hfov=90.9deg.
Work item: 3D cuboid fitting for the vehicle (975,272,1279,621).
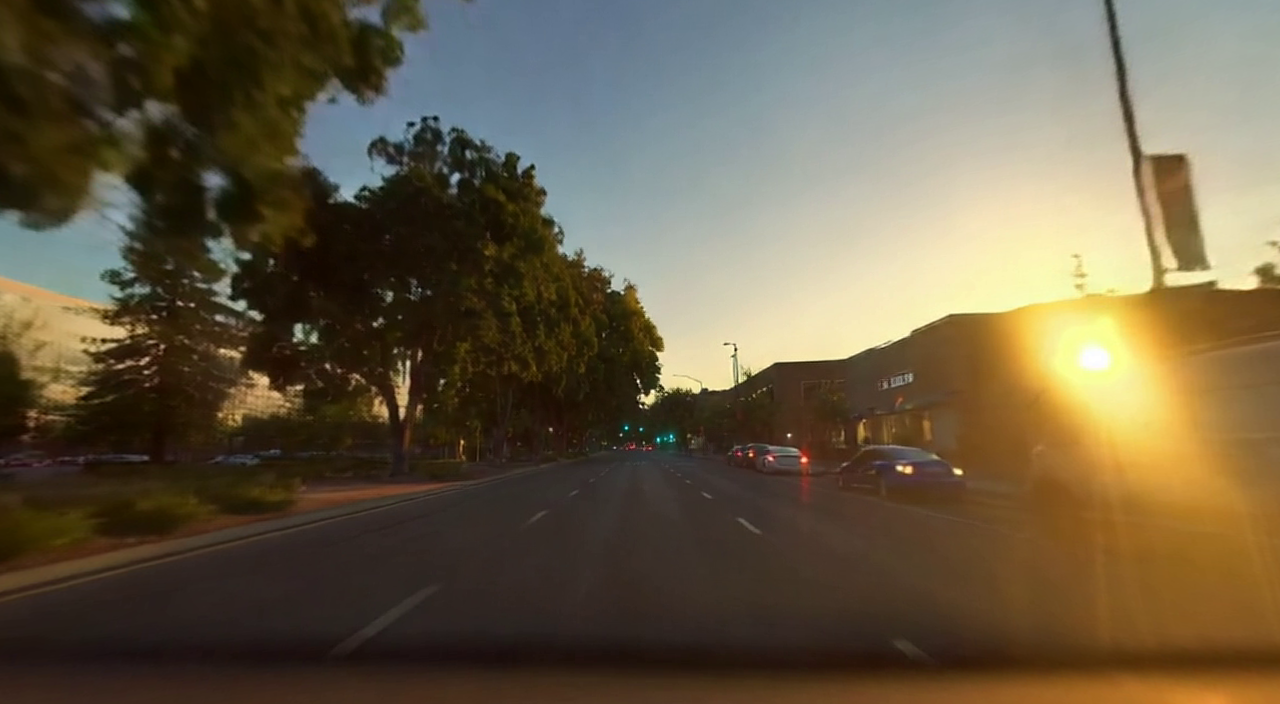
[{"bbox_3d":[6.241,0.891,5.982,2.762,2.607,6.182,0,-8,1],"label":"vehicle"}]

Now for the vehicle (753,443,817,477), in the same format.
[{"bbox_3d":[6.716,5.034,29.669,1.847,1.472,4.846,0,-8,0],"label":"vehicle"}]

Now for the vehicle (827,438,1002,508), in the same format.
[{"bbox_3d":[6.616,2.959,16.006,2.109,1.477,4.963,0,-8,-1],"label":"vehicle"}]
